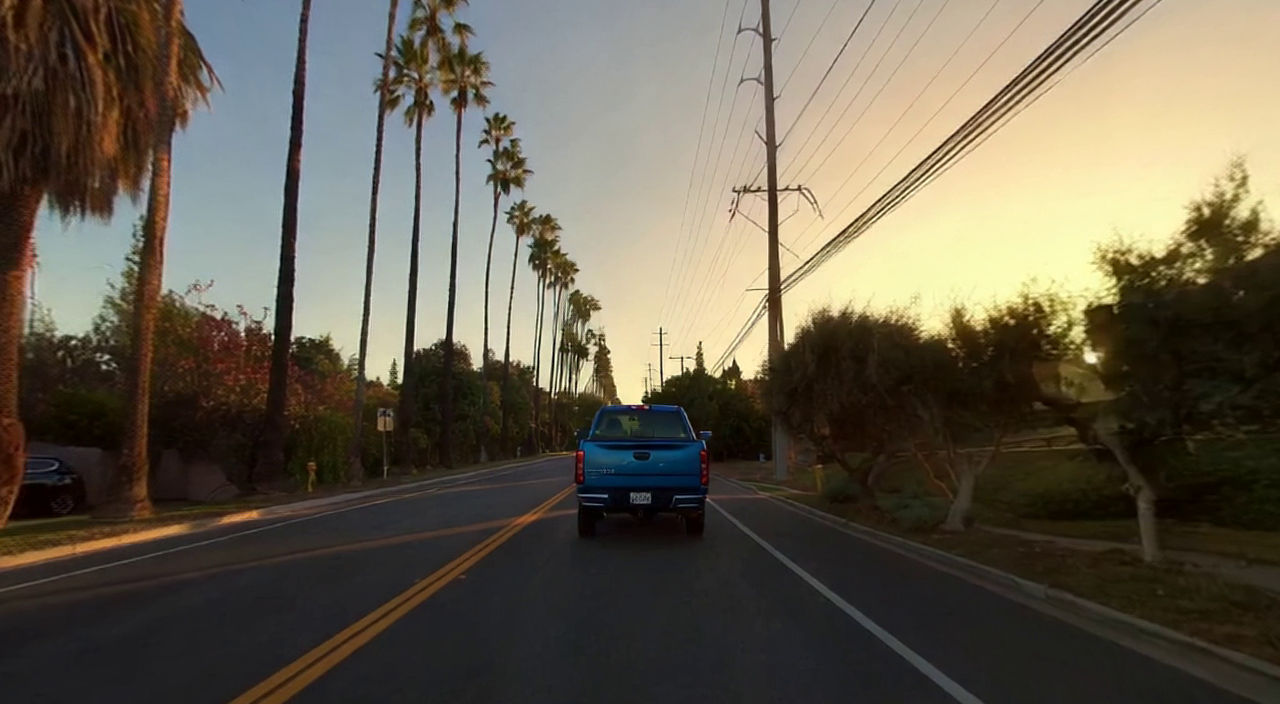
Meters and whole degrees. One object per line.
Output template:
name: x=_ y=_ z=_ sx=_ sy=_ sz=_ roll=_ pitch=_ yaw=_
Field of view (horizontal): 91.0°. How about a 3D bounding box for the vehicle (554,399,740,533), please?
vehicle: x=0.061 y=2.155 z=12.491 sx=2.803 sy=2.005 sz=5.885 roll=0 pitch=-8 yaw=-1
